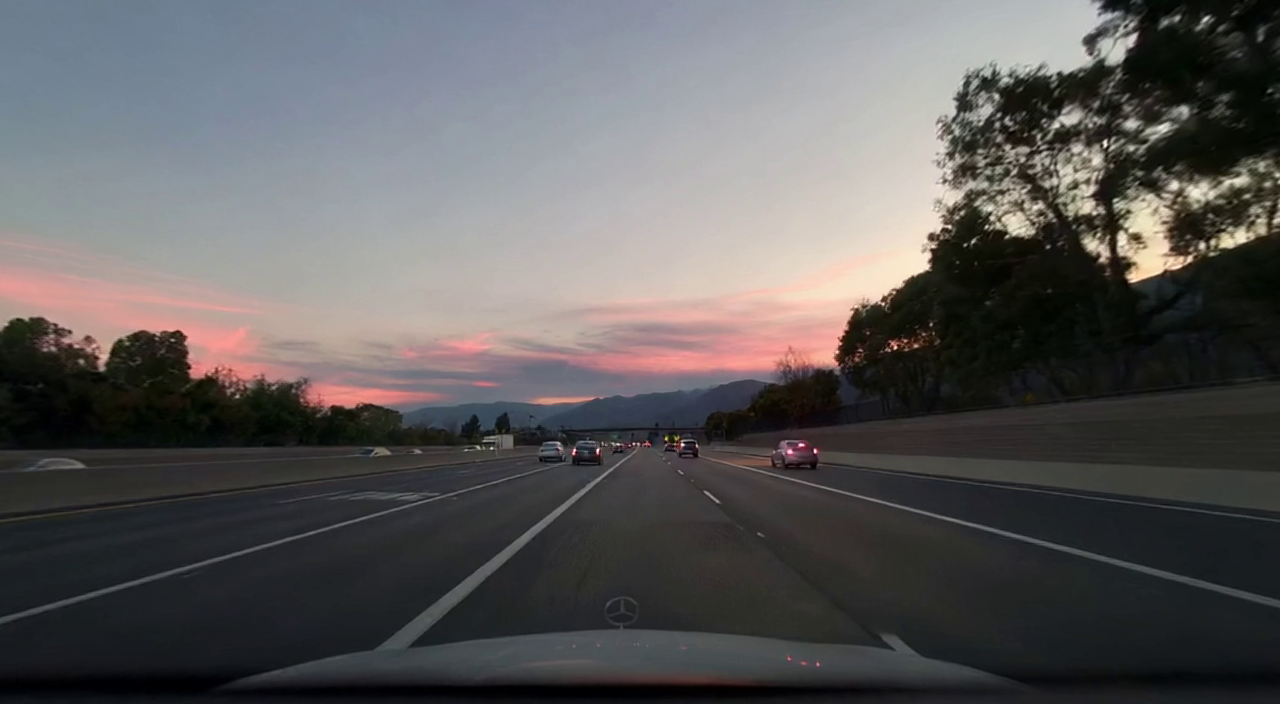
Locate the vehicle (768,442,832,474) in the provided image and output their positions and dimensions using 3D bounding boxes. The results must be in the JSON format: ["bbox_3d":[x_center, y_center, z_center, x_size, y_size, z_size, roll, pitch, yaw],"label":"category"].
[{"bbox_3d":[7.745,5.157,31.047,1.900,1.432,4.519,0,-9,-1],"label":"vehicle"}]

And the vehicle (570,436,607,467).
[{"bbox_3d":[-3.147,6.229,39.553,1.893,1.827,4.513,0,-9,0],"label":"vehicle"}]

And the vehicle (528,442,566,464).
[{"bbox_3d":[-6.559,7.208,45.098,2.009,1.462,4.458,0,-9,0],"label":"vehicle"}]

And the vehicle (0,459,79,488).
[{"bbox_3d":[-34.949,6.862,35.984,1.767,1.446,4.519,0,-9,0],"label":"vehicle"}]
